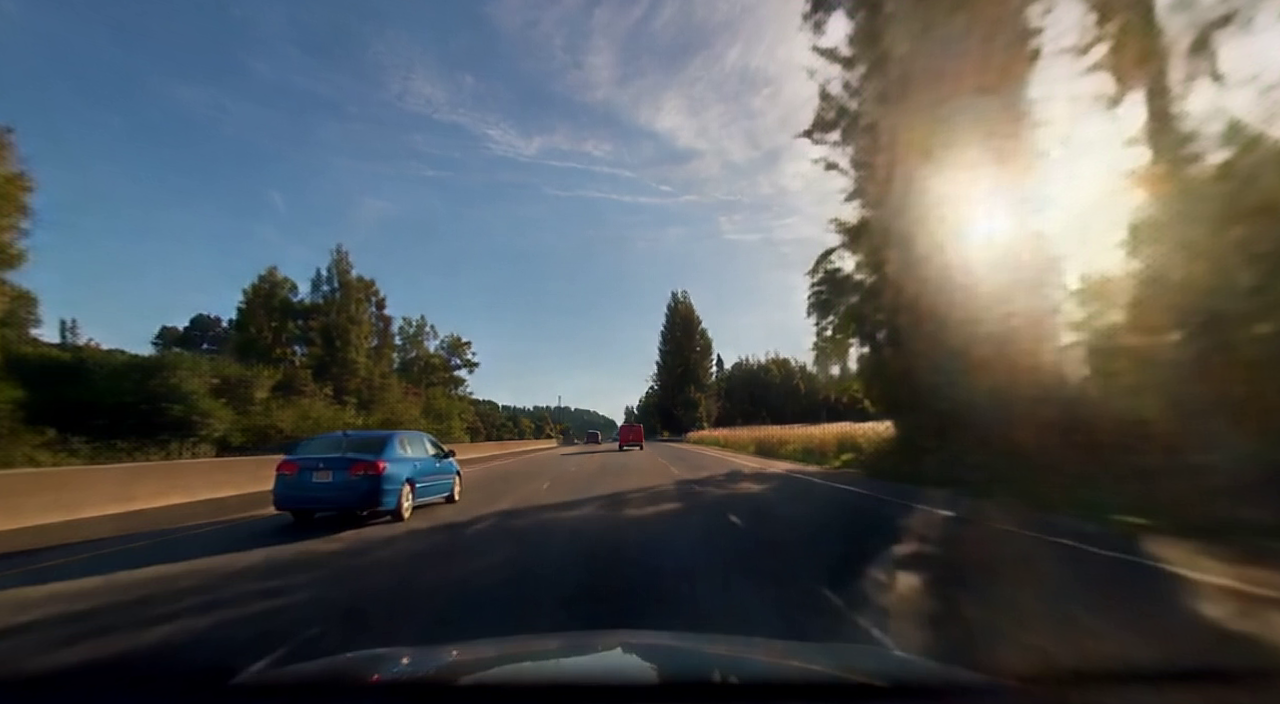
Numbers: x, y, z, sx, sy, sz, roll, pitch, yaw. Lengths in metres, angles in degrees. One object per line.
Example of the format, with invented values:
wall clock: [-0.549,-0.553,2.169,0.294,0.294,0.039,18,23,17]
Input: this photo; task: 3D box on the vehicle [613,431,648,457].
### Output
vehicle: [-0.599,6.078,41.621,2.162,1.616,4.242,0,-8,-1]

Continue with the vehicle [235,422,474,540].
vehicle: [-4.186,1.925,10.120,1.931,1.483,4.105,0,-8,0]
